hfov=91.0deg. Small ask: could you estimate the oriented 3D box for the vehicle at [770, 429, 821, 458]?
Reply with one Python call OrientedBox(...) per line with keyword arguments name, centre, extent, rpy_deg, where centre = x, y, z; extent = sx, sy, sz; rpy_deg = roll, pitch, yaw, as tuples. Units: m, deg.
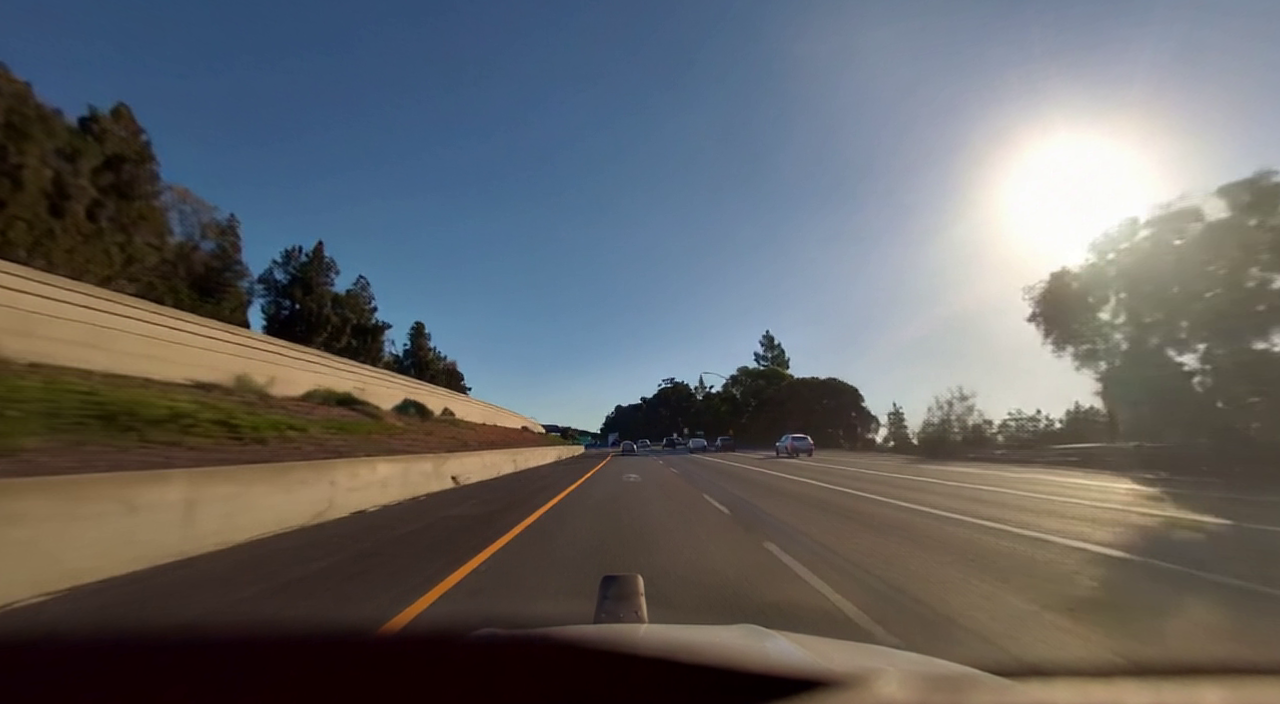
OrientedBox(name="vehicle", centre=(10.133, 6.028, 41.437), extent=(2.077, 1.763, 4.472), rpy_deg=(0, -8, -2))
